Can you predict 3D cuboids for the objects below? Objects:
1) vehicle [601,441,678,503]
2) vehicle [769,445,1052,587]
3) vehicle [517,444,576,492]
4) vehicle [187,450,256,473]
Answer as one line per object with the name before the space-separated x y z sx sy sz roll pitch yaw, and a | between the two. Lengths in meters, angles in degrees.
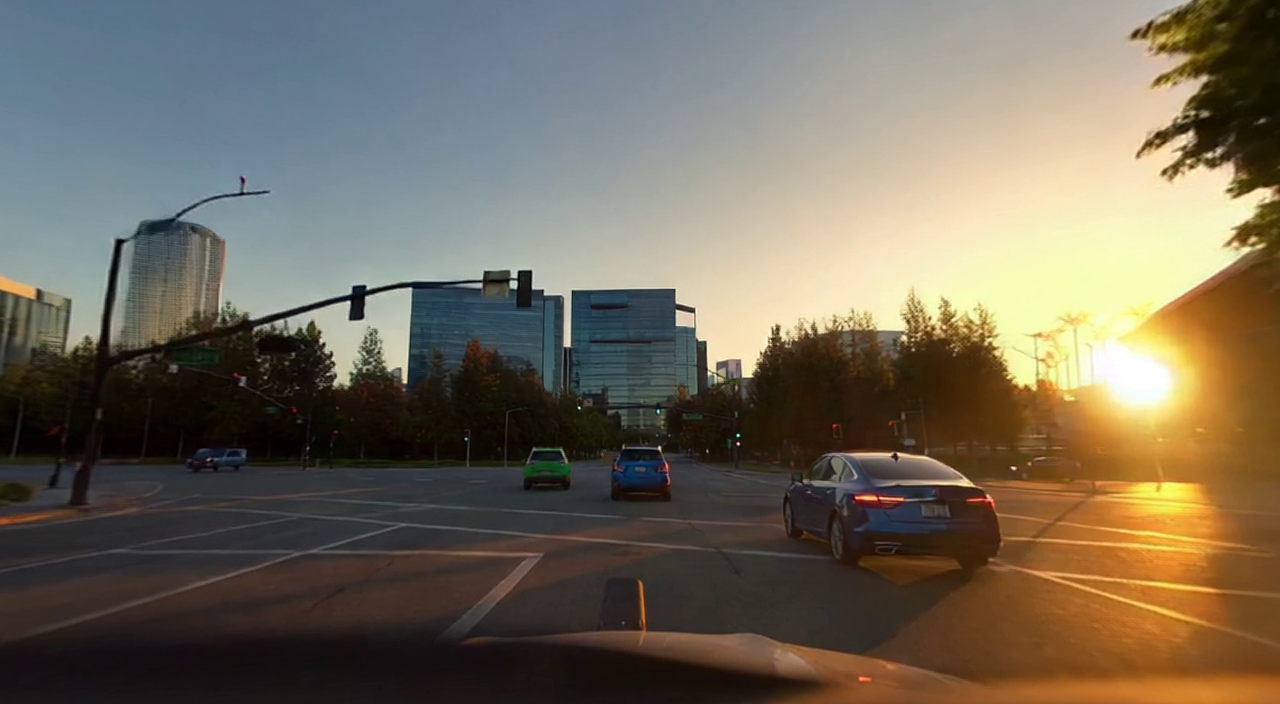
vehicle | 0.006 3.602 19.259 2.108 1.654 4.235 0 -9 0
vehicle | 3.333 2.084 8.955 2.056 1.468 4.520 0 -9 0
vehicle | -3.452 4.326 23.854 1.987 1.633 4.005 1 -9 -6
vehicle | -31.335 8.150 46.974 4.422 1.605 1.955 -3 -9 20
